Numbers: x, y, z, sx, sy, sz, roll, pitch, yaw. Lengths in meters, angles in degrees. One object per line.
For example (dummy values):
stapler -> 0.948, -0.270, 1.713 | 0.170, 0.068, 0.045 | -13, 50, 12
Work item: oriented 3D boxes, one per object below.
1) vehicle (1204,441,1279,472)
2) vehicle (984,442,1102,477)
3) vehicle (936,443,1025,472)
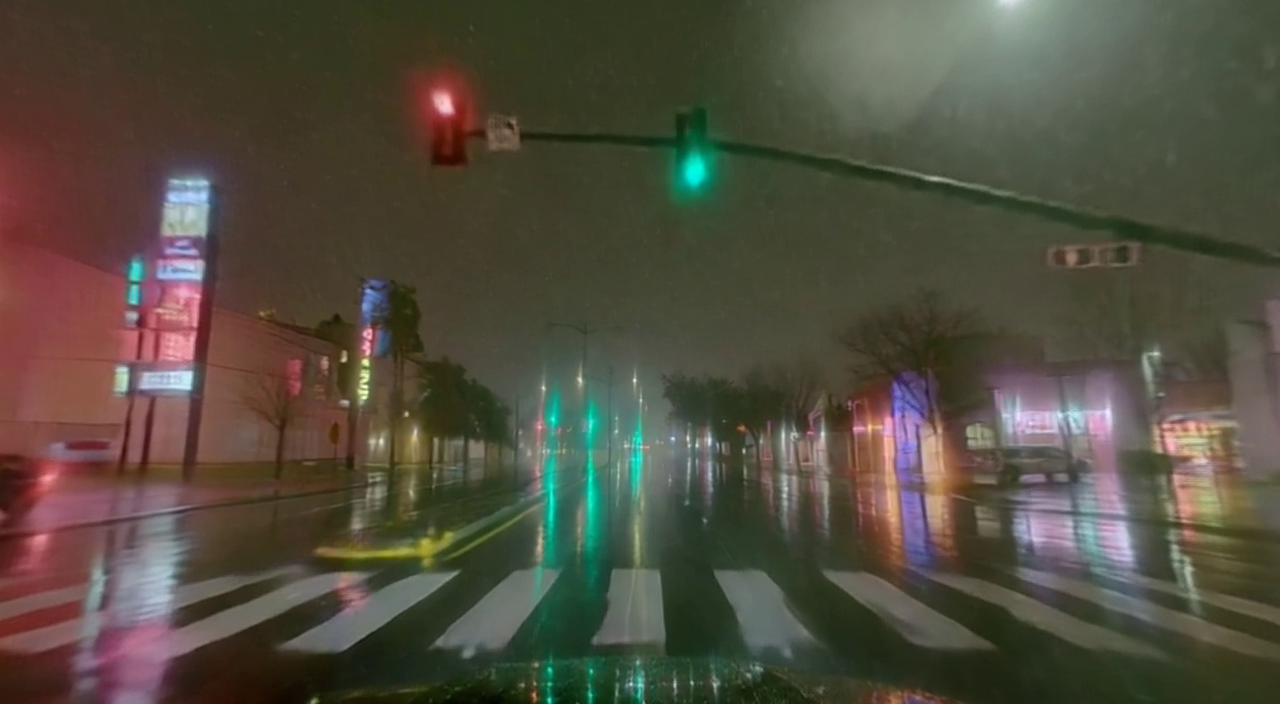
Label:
vehicle -> 33.519, 5.575, 33.764 | 4.757, 1.578, 2.059 | 0, -9, -2
vehicle -> 19.871, 5.321, 31.308 | 4.468, 1.635, 2.017 | 0, -9, -2
vehicle -> 21.222, 6.594, 39.469 | 4.376, 1.575, 1.981 | -1, -9, -7
